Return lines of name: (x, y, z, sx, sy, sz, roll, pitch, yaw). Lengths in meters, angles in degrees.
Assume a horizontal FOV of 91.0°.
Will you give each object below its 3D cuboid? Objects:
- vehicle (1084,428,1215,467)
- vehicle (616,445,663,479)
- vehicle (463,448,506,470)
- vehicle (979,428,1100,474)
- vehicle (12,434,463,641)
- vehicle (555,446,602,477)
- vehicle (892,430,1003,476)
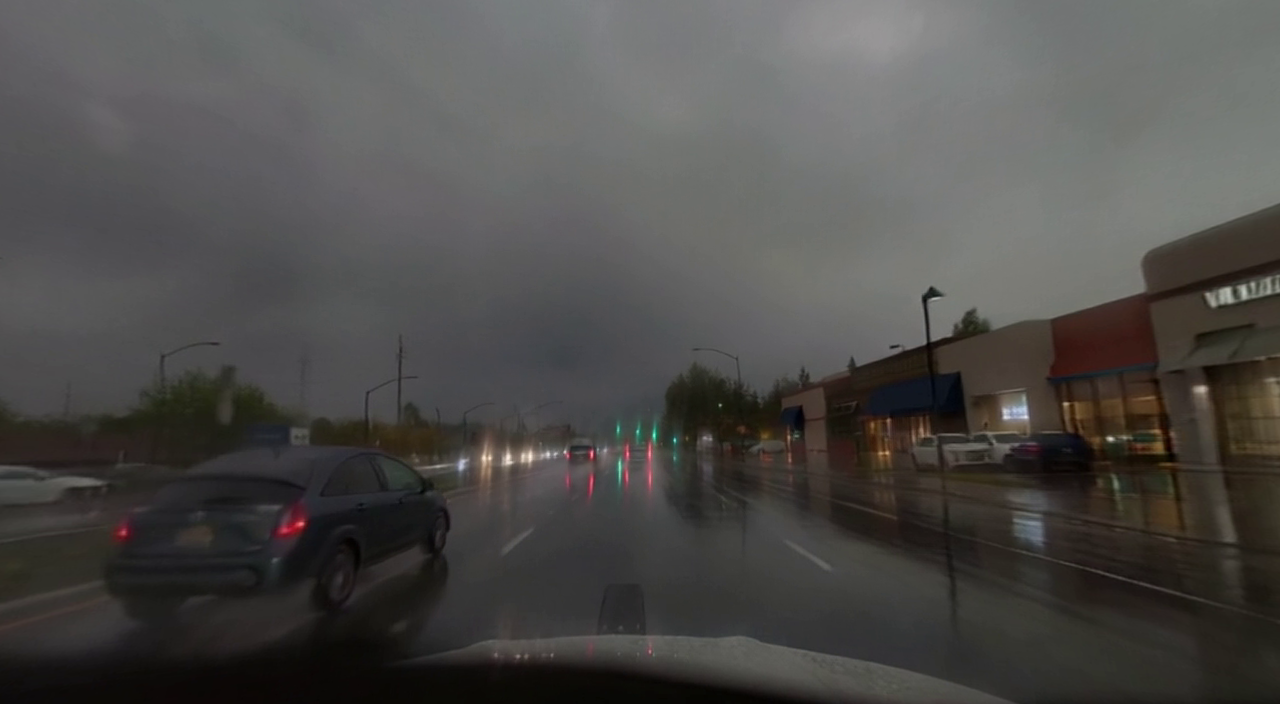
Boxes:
vehicle: (21.456, 4.064, 26.796, 1.807, 1.519, 4.550, 0, -9, 1)
vehicle: (-0.020, 5.053, 29.128, 2.019, 1.459, 4.005, 0, -9, 0)
vehicle: (-12.162, 8.335, 49.442, 2.075, 1.636, 4.464, -1, -9, 2)
vehicle: (16.227, 4.067, 25.957, 1.930, 1.713, 4.756, 0, -9, 1)
vehicle: (-3.548, 1.685, 6.796, 2.003, 1.488, 4.282, 0, -9, 0)
vehicle: (-3.140, 5.679, 33.028, 1.939, 1.496, 4.309, 0, -9, 1)
vehicle: (12.973, 4.328, 27.044, 2.072, 1.769, 5.000, 0, -9, -2)
